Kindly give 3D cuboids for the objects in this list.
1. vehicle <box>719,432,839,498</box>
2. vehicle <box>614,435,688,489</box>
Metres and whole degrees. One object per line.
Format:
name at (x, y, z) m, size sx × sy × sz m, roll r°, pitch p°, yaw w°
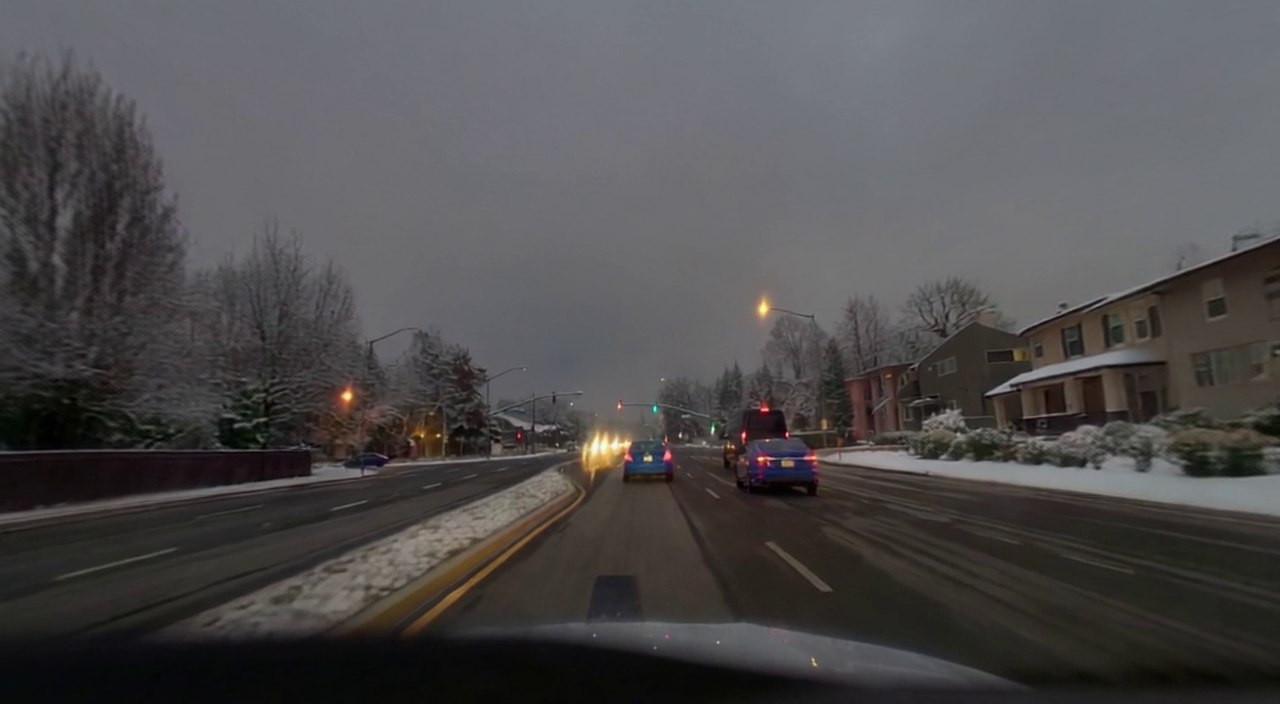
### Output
vehicle at (3.552, 2.987, 17.110) m, size 2.161 × 1.519 × 4.568 m, roll 0°, pitch -9°, yaw -1°
vehicle at (0.306, 3.432, 20.029) m, size 2.093 × 1.497 × 4.010 m, roll 0°, pitch -9°, yaw 0°
